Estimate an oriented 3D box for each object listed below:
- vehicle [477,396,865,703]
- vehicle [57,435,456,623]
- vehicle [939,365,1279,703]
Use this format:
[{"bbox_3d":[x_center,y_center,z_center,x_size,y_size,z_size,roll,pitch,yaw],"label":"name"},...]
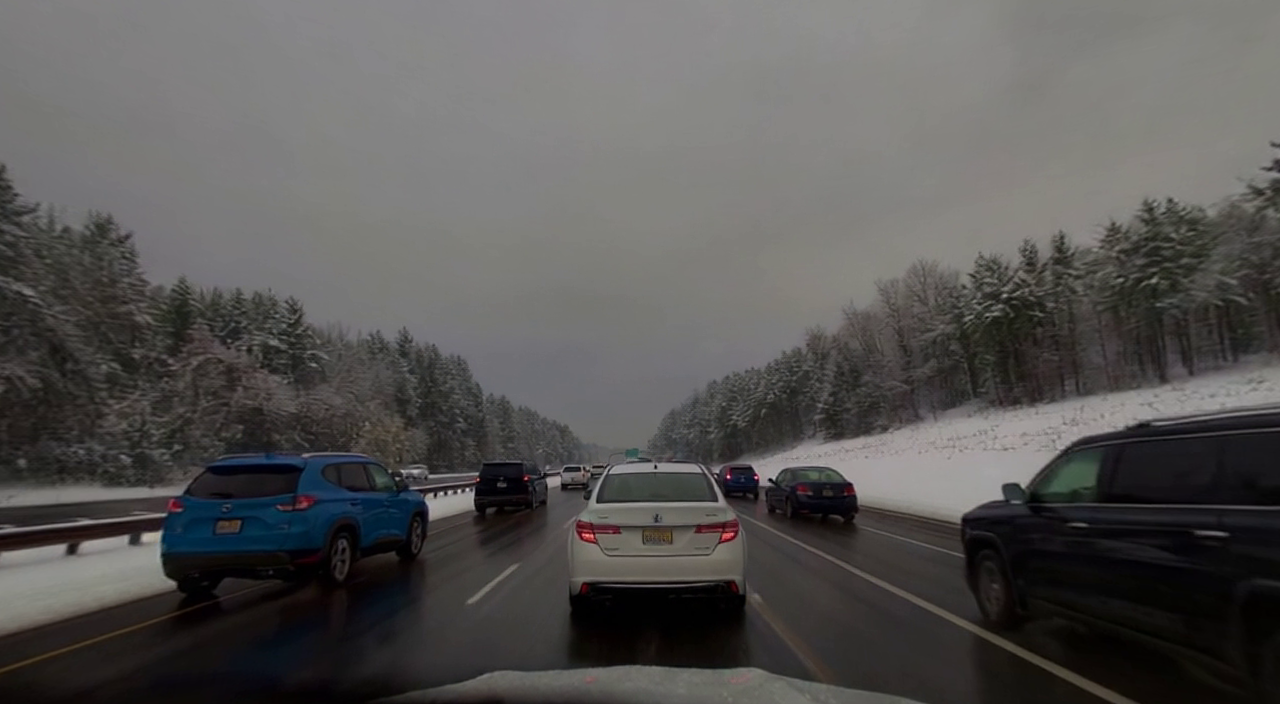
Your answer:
[{"bbox_3d":[0.135,1.495,5.499,2.057,1.725,4.126,1,-11,-1],"label":"vehicle"},{"bbox_3d":[-3.897,1.902,7.557,1.994,1.556,4.263,0,-11,1],"label":"vehicle"},{"bbox_3d":[4.426,1.333,4.984,1.984,1.876,4.287,1,-11,0],"label":"vehicle"}]
